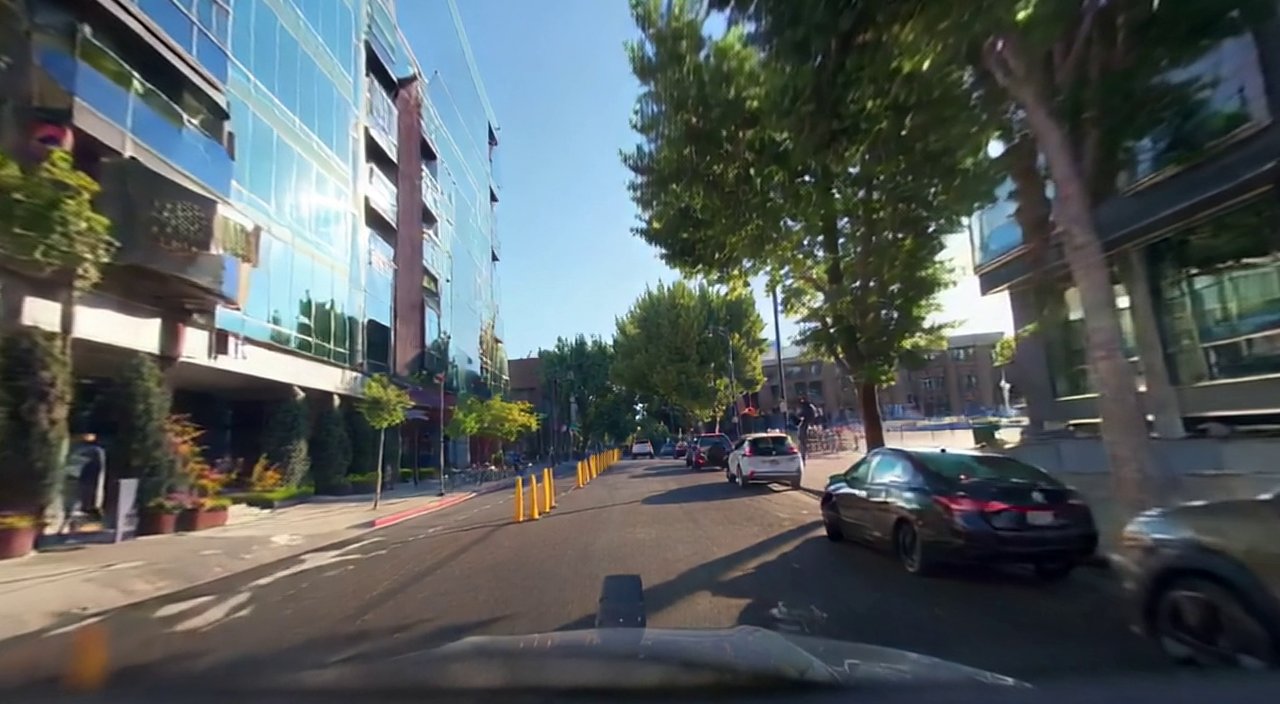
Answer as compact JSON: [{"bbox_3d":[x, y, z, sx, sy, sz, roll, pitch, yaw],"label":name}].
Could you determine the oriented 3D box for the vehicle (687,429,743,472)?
[{"bbox_3d":[3.522,4.733,30.541,2.127,1.864,4.892,0,-8,1],"label":"vehicle"}]

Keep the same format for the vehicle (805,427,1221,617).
[{"bbox_3d":[3.729,1.754,7.725,1.926,1.509,4.985,-1,-8,-2],"label":"vehicle"}]

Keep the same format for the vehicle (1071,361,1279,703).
[{"bbox_3d":[3.793,0.727,1.796,1.918,1.674,4.464,-1,-8,0],"label":"vehicle"}]

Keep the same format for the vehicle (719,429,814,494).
[{"bbox_3d":[3.813,3.389,19.881,1.999,1.769,4.191,-1,-8,-2],"label":"vehicle"}]
